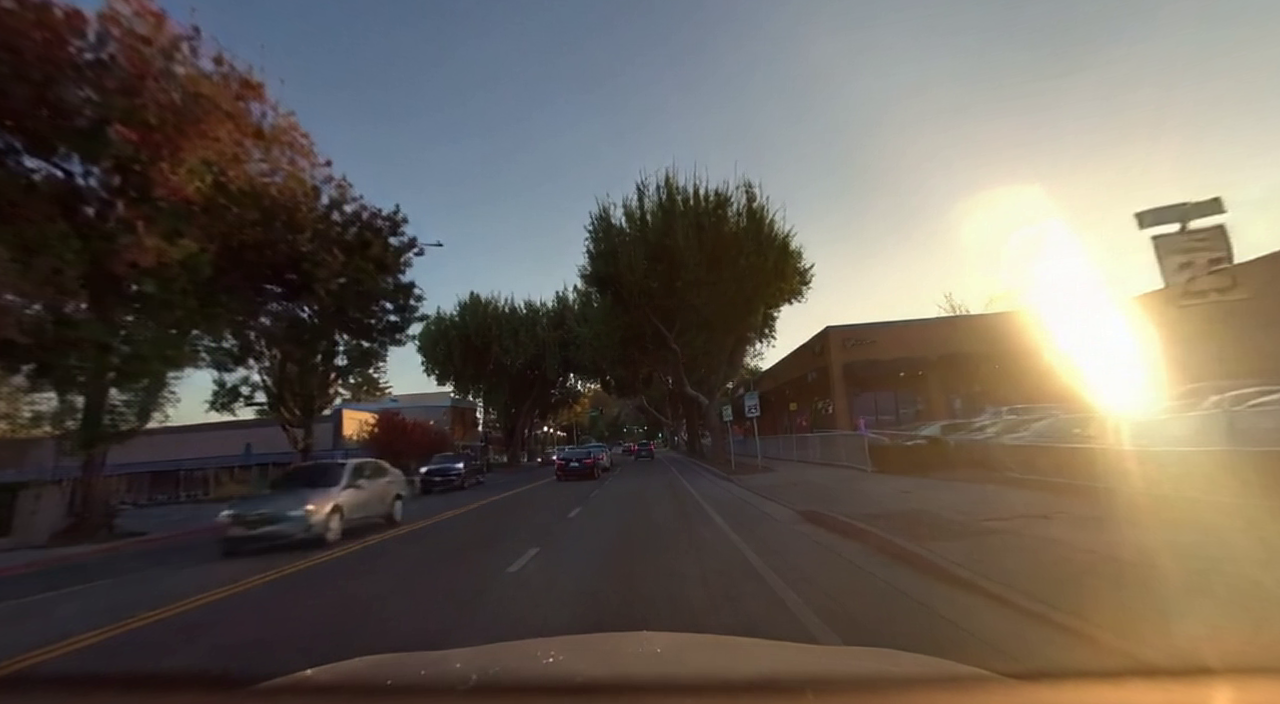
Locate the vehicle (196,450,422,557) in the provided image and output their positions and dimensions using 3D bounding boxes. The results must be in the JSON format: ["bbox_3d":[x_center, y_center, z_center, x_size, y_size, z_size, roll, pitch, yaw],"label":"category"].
[{"bbox_3d":[-5.903,2.691,11.939,2.045,1.619,3.973,-1,-9,1],"label":"vehicle"}]

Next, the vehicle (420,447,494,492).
[{"bbox_3d":[-8.359,5.354,29.294,1.995,1.880,4.703,-1,-9,1],"label":"vehicle"}]

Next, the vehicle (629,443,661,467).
[{"bbox_3d":[0.312,6.888,42.303,2.020,1.478,3.922,0,-9,-1],"label":"vehicle"}]

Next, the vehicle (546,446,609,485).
[{"bbox_3d":[-2.470,4.599,25.996,2.099,1.424,4.609,0,-9,1],"label":"vehicle"}]

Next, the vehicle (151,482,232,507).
[{"bbox_3d":[-34.523,10.973,48.581,4.558,1.819,2.094,1,-11,0],"label":"vehicle"}]
